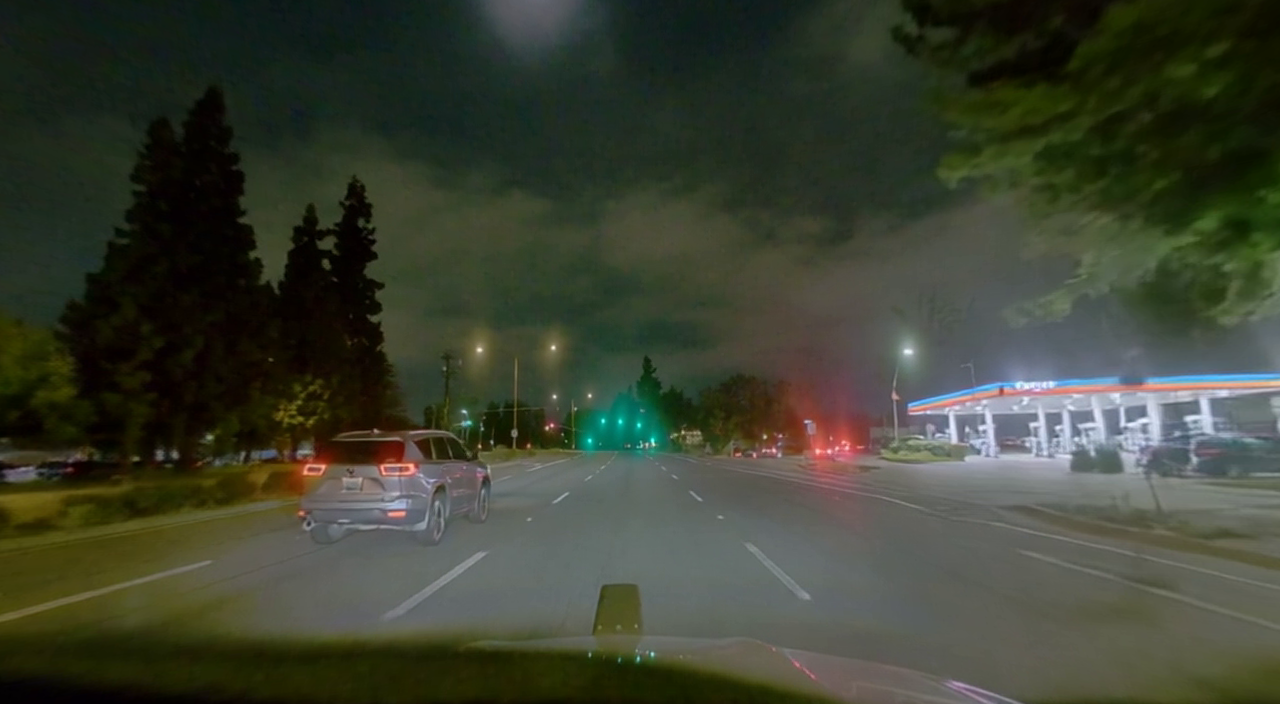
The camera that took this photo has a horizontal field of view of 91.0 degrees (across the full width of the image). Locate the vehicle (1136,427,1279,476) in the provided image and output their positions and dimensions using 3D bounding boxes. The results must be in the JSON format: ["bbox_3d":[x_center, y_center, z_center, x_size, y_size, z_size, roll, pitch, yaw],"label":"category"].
[{"bbox_3d":[18.665,3.136,19.856,4.398,1.457,1.806,-1,-8,2],"label":"vehicle"}]

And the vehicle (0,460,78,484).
[{"bbox_3d":[-39.220,7.741,40.855,1.622,1.345,4.259,-1,-8,-1],"label":"vehicle"}]

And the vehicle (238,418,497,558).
[{"bbox_3d":[-3.799,1.975,9.942,2.039,1.656,4.710,0,-8,-1],"label":"vehicle"}]
